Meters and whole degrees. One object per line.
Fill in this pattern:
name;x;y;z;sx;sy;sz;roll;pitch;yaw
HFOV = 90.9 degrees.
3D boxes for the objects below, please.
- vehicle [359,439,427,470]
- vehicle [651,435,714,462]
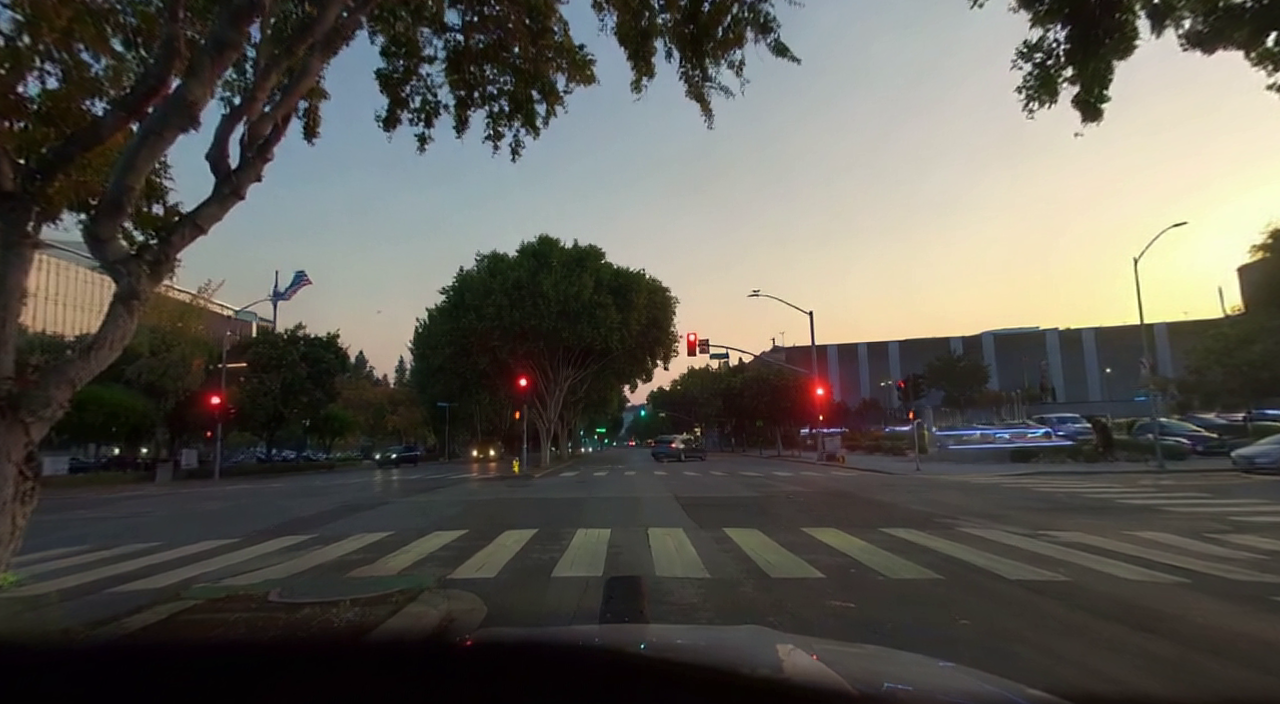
vehicle;-14.797;6.159;38.024;2.169;1.753;4.640;0;-8;0
vehicle;2.594;5.712;37.368;2.521;1.522;4.418;-3;-9;20
